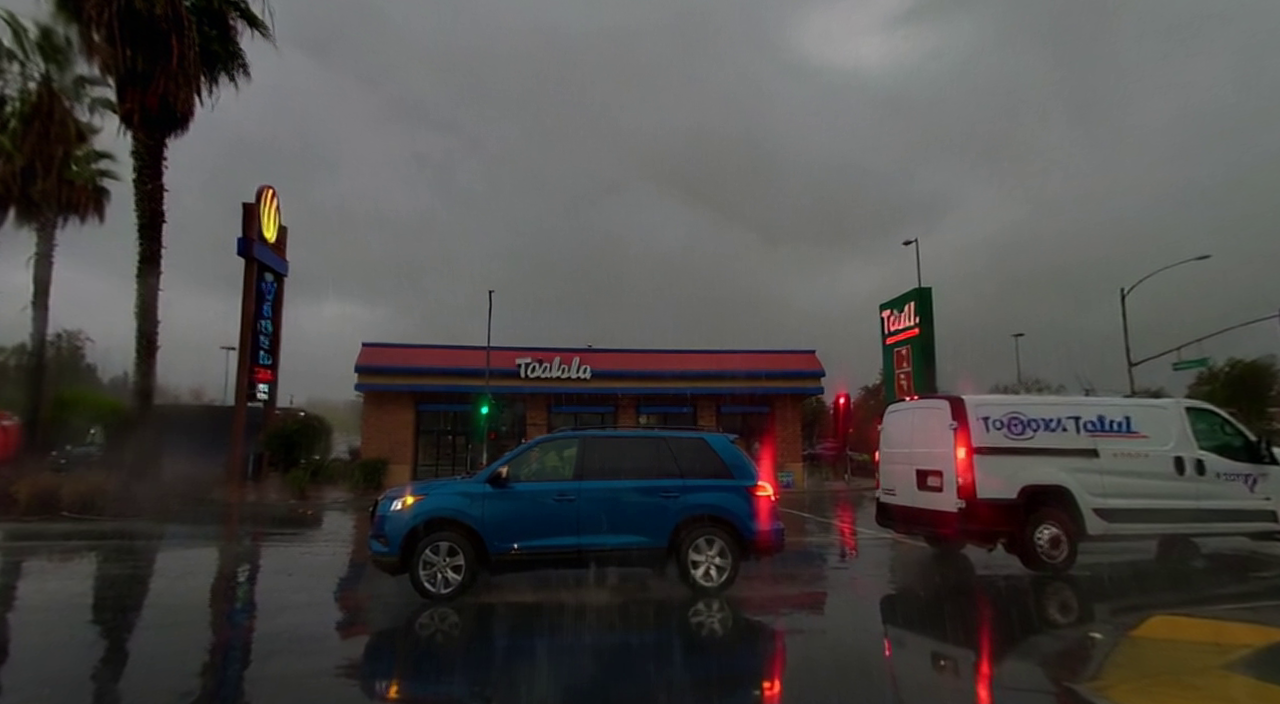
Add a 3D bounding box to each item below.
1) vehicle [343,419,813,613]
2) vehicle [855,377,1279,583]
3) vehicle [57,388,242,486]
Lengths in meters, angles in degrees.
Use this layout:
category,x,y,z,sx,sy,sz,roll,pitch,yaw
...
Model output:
category,x,y,z,sx,sy,sz,roll,pitch,yaw
vehicle,-0.636,1.699,7.217,4.493,1.728,2.137,1,-9,-10
vehicle,6.423,1.612,8.504,6.246,2.202,2.277,1,-9,-9
vehicle,-22.250,4.003,29.438,3.034,3.929,7.699,1,-9,-7
